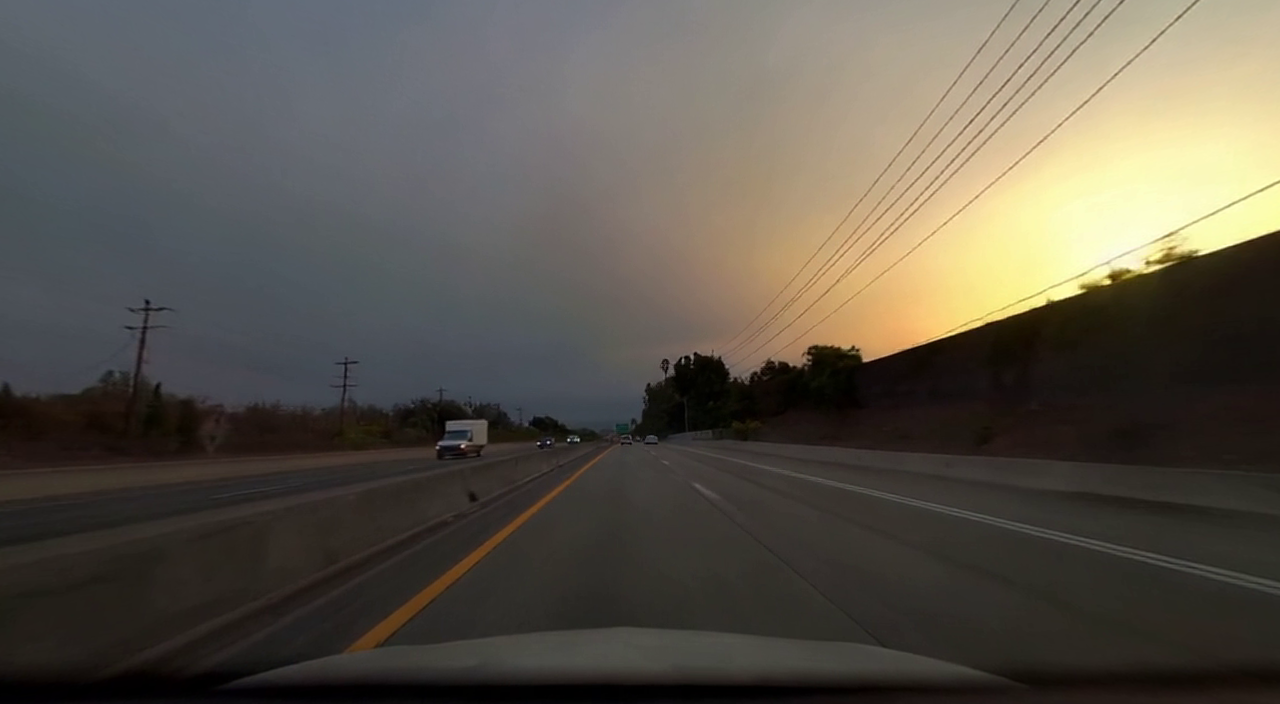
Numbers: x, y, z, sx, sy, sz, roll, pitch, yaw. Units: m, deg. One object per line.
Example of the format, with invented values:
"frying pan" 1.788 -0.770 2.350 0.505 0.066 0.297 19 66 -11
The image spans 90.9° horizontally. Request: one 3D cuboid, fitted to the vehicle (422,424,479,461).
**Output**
"vehicle" -13.902 6.661 46.656 2.394 2.513 5.779 0 -8 -1
